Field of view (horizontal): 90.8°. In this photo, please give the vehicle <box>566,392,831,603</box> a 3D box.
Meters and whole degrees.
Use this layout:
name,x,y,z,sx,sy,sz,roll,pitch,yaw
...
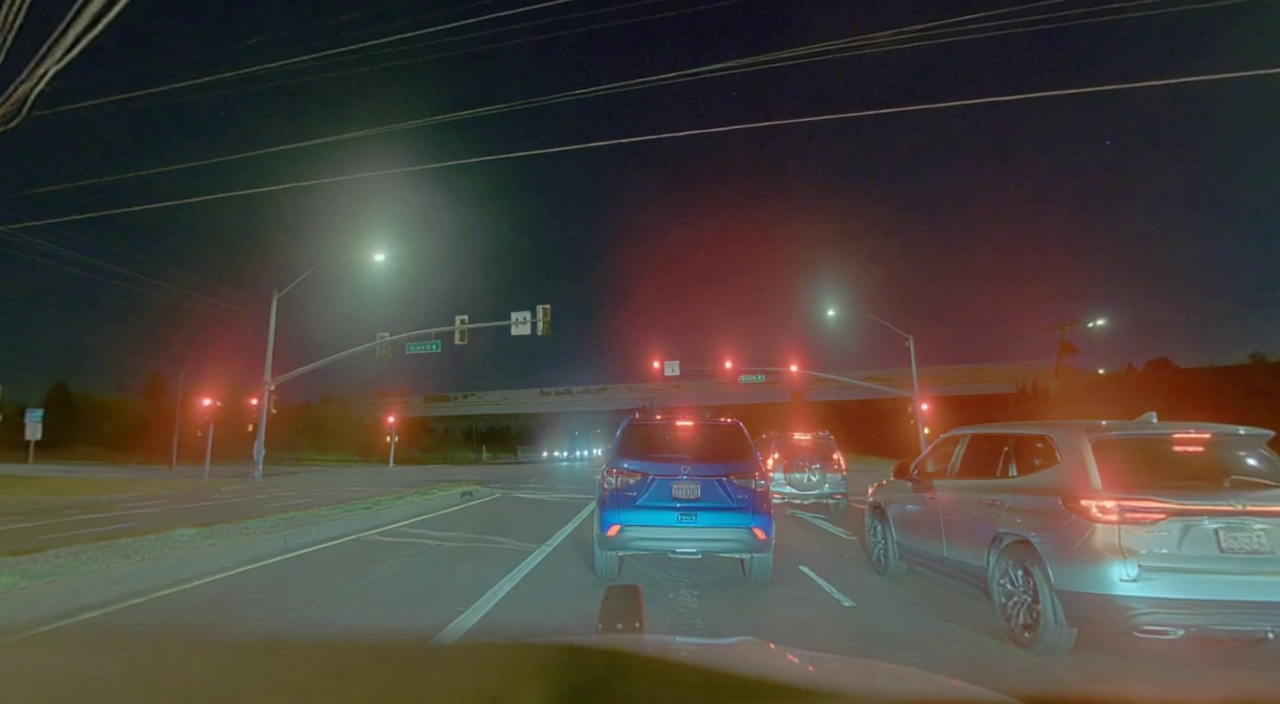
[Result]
name,x,y,z,sx,sy,sz,roll,pitch,yaw
vehicle,0.450,1.553,7.600,2.240,1.778,4.335,0,-8,-1

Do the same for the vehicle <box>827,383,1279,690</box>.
name,x,y,z,sx,sy,sz,roll,pitch,yaw
vehicle,3.413,1.335,5.795,1.990,1.649,4.625,0,-8,0
